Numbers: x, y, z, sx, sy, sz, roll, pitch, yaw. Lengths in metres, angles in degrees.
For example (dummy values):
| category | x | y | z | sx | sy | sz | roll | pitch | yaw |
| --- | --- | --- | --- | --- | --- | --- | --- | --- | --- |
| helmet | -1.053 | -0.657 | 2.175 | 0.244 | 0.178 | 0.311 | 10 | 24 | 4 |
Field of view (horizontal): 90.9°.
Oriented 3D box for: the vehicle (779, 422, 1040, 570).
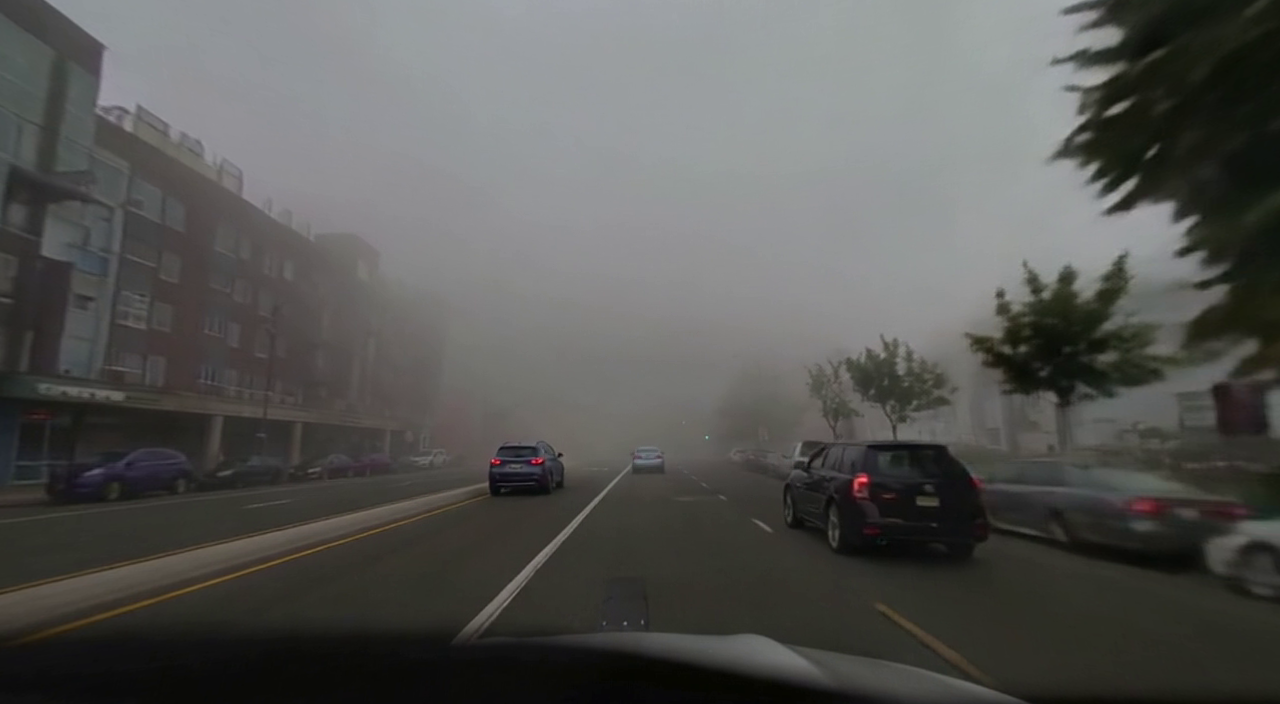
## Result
| category | x | y | z | sx | sy | sz | roll | pitch | yaw |
| --- | --- | --- | --- | --- | --- | --- | --- | --- | --- |
| vehicle | 3.443 | 1.901 | 9.042 | 1.987 | 1.637 | 3.896 | 0 | -8 | 0 |

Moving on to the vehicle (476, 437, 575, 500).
| category | x | y | z | sx | sy | sz | roll | pitch | yaw |
| --- | --- | --- | --- | --- | --- | --- | --- | --- | --- |
| vehicle | -3.001 | 3.139 | 17.382 | 1.860 | 1.510 | 4.073 | 0 | -8 | 1 |

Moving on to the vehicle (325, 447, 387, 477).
| category | x | y | z | sx | sy | sz | roll | pitch | yaw |
| --- | --- | --- | --- | --- | --- | --- | --- | --- | --- |
| vehicle | -16.729 | 6.463 | 37.377 | 1.825 | 1.560 | 4.109 | -2 | -8 | -1 |

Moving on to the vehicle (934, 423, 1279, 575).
| category | x | y | z | sx | sy | sz | roll | pitch | yaw |
| --- | --- | --- | --- | --- | --- | --- | --- | --- | --- |
| vehicle | 7.089 | 2.141 | 10.216 | 2.061 | 1.773 | 5.476 | 0 | -8 | 1 |

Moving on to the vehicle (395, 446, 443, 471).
| category | x | y | z | sx | sy | sz | roll | pitch | yaw |
| --- | --- | --- | --- | --- | --- | --- | --- | --- | --- |
| vehicle | -16.591 | 7.984 | 47.503 | 2.001 | 1.760 | 4.329 | -2 | -9 | 1 |

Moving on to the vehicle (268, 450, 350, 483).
| category | x | y | z | sx | sy | sz | roll | pitch | yaw |
| --- | --- | --- | --- | --- | --- | --- | --- | --- | --- |
| vehicle | -16.825 | 5.797 | 32.285 | 1.854 | 1.466 | 4.377 | -2 | -8 | 0 |

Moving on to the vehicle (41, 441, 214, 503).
| category | x | y | z | sx | sy | sz | roll | pitch | yaw |
| --- | --- | --- | --- | --- | --- | --- | --- | --- | --- |
| vehicle | -16.880 | 3.913 | 21.166 | 2.089 | 1.756 | 4.486 | -2 | -8 | -1 |

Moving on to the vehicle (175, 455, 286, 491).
| category | x | y | z | sx | sy | sz | roll | pitch | yaw |
| --- | --- | --- | --- | --- | --- | --- | --- | --- | --- |
| vehicle | -16.869 | 4.976 | 26.267 | 1.668 | 1.298 | 4.337 | 0 | -8 | 1 |

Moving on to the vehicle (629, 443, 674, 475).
| category | x | y | z | sx | sy | sz | roll | pitch | yaw |
| --- | --- | --- | --- | --- | --- | --- | --- | --- | --- |
| vehicle | 0.538 | 5.310 | 31.468 | 2.103 | 1.468 | 4.094 | 0 | -8 | 0 |
